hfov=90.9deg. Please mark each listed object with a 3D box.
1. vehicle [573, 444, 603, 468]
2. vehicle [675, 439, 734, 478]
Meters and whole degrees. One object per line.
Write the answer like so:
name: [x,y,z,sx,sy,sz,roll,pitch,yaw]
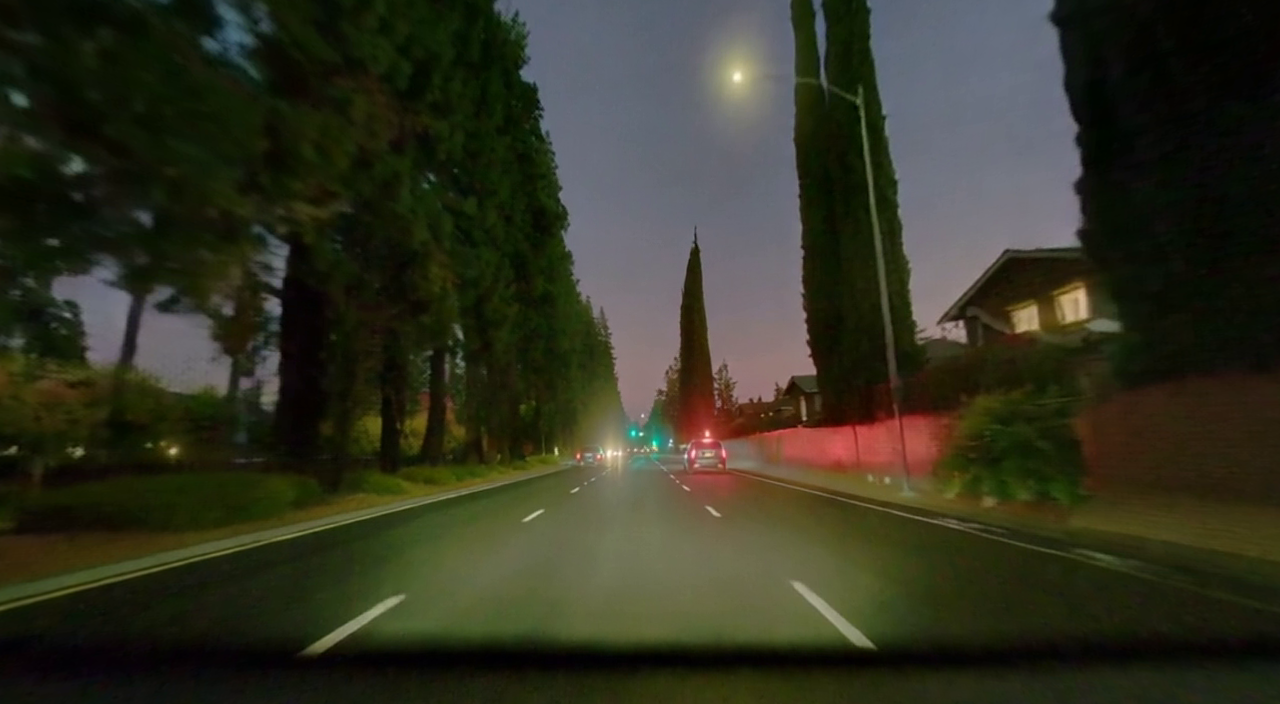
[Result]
vehicle: [-3.992,8.153,49.489,2.002,1.747,4.728,0,-8,-1]
vehicle: [3.003,5.129,30.595,2.321,1.695,5.037,0,-8,0]
